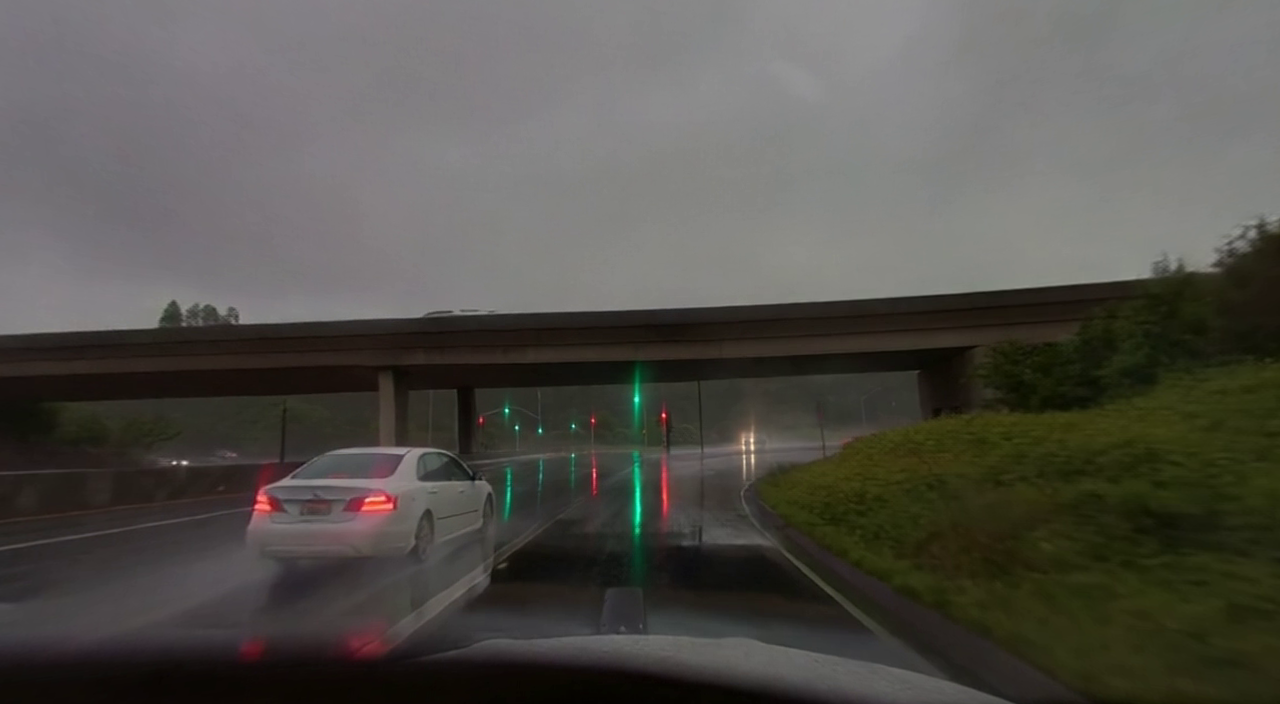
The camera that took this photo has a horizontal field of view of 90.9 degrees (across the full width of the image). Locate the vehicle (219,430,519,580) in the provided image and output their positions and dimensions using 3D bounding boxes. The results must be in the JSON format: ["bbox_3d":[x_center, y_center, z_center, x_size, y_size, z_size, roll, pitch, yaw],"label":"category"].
[{"bbox_3d":[-3.146,1.884,8.618,1.963,1.460,4.614,0,-9,1],"label":"vehicle"}]
